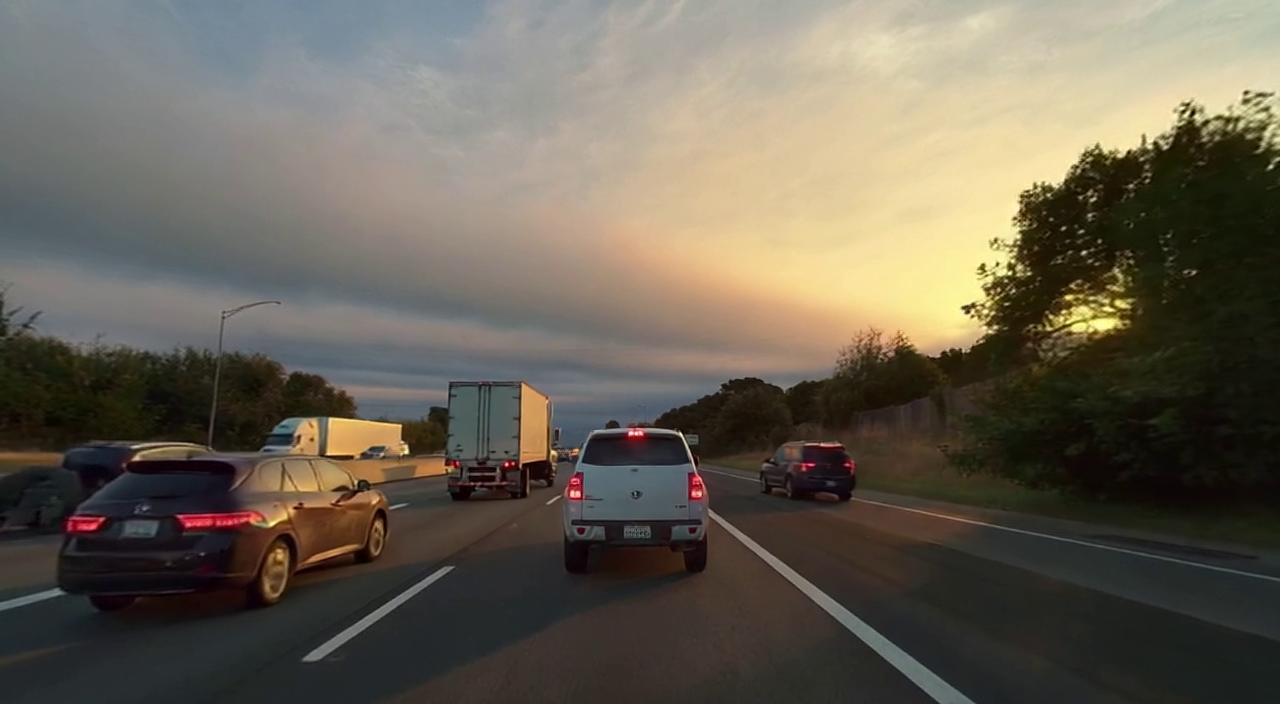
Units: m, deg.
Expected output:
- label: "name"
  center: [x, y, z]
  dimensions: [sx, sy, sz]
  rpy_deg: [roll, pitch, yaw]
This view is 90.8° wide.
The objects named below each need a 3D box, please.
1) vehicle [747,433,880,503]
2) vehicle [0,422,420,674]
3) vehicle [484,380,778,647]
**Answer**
- label: "vehicle"
  center: [4.943, 3.394, 18.905]
  dimensions: [2.182, 1.781, 4.875]
  rpy_deg: [0, -9, -5]
- label: "vehicle"
  center: [-3.928, 1.532, 6.078]
  dimensions: [1.986, 1.501, 4.407]
  rpy_deg: [-1, -9, 1]
- label: "vehicle"
  center: [-0.092, 1.359, 6.086]
  dimensions: [1.995, 1.798, 3.380]
  rpy_deg: [0, -9, -1]
